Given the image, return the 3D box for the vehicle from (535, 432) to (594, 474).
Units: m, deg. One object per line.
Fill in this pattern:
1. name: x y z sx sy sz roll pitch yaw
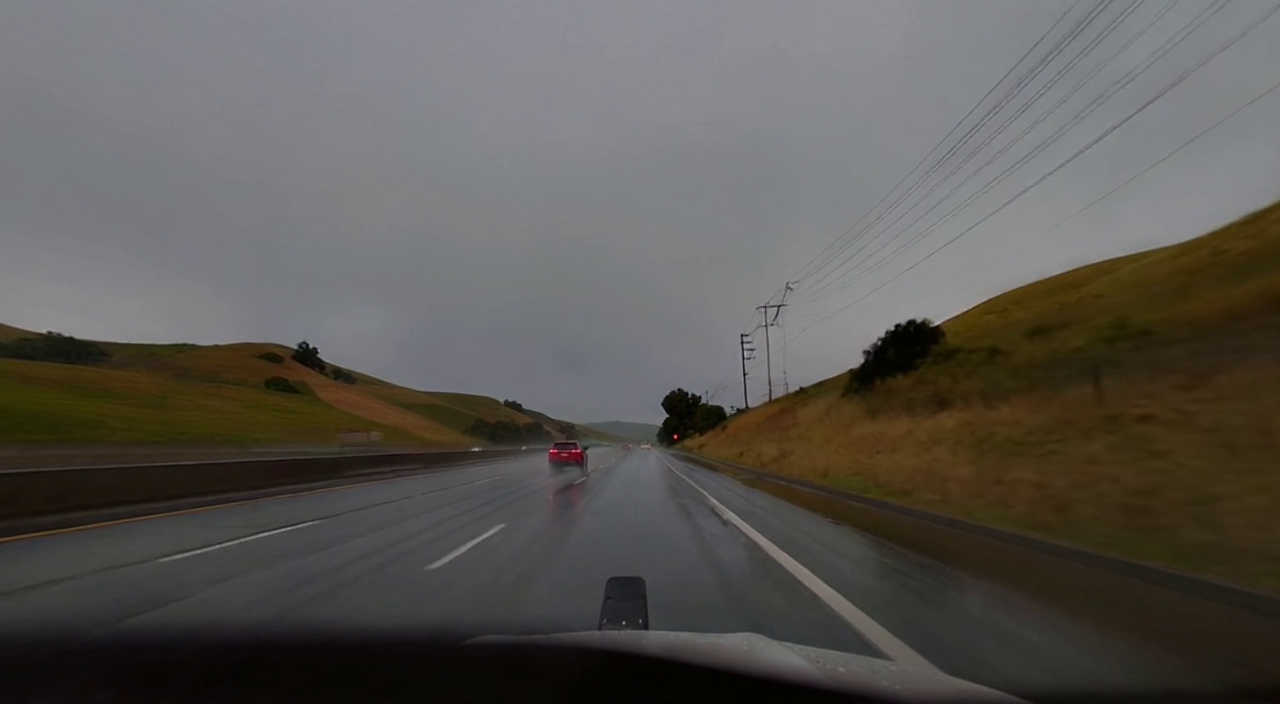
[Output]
1. vehicle: -3.482 4.778 30.041 2.136 1.845 4.515 0 -8 1
